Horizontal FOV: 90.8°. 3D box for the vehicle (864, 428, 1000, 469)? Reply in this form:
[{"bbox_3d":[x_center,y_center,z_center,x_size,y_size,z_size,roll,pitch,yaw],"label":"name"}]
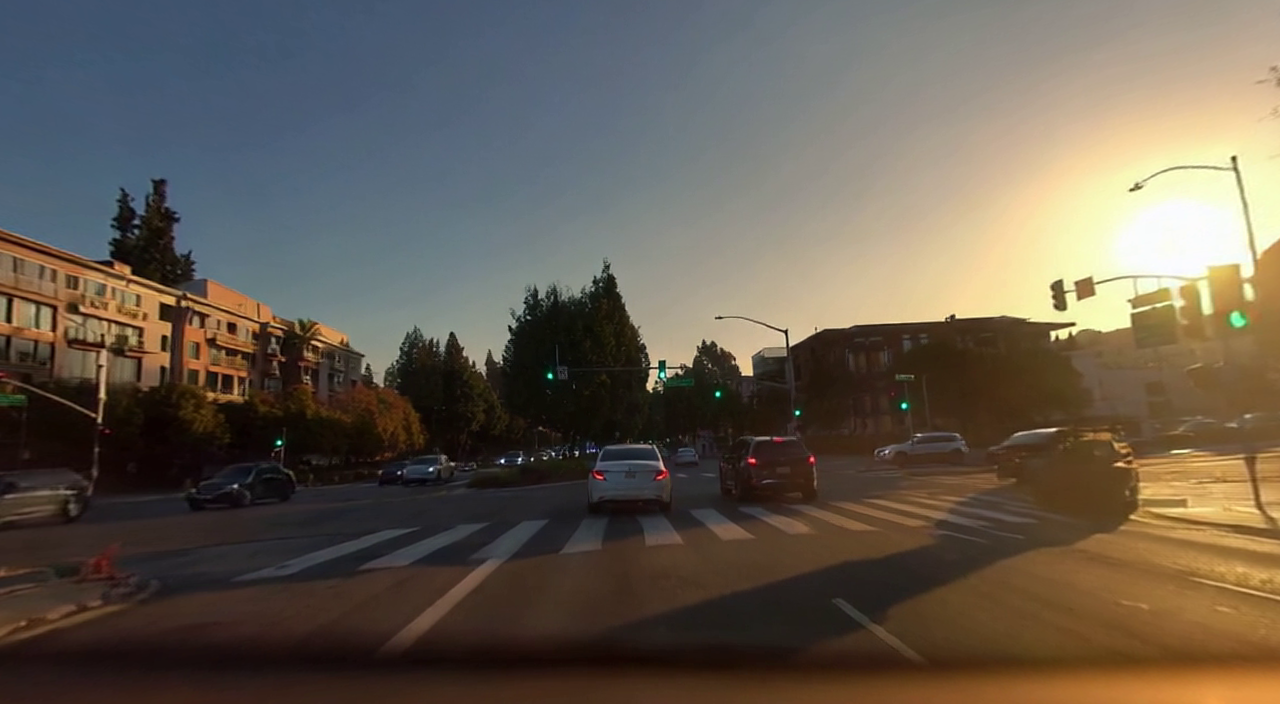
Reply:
[{"bbox_3d":[15.144,5.085,33.238,6.013,2.030,2.461,-2,-9,12],"label":"vehicle"}]

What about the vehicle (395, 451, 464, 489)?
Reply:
[{"bbox_3d":[-11.191,6.280,33.974,2.078,1.795,4.636,0,-8,1],"label":"vehicle"}]

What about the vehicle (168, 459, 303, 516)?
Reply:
[{"bbox_3d":[-14.827,4.946,23.542,1.908,1.797,4.620,0,-9,1],"label":"vehicle"}]

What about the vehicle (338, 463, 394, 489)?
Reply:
[{"bbox_3d":[-18.259,8.283,42.307,1.840,1.511,4.229,0,-9,0],"label":"vehicle"}]

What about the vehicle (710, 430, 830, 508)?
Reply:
[{"bbox_3d":[3.251,3.027,16.861,2.107,1.773,4.557,0,-9,-2],"label":"vehicle"}]

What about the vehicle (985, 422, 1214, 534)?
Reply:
[{"bbox_3d":[8.575,2.347,12.390,2.039,1.760,4.319,-2,-9,14],"label":"vehicle"}]

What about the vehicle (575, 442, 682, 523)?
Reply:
[{"bbox_3d":[-0.263,2.783,14.056,2.034,1.500,3.966,0,-9,-1],"label":"vehicle"}]
